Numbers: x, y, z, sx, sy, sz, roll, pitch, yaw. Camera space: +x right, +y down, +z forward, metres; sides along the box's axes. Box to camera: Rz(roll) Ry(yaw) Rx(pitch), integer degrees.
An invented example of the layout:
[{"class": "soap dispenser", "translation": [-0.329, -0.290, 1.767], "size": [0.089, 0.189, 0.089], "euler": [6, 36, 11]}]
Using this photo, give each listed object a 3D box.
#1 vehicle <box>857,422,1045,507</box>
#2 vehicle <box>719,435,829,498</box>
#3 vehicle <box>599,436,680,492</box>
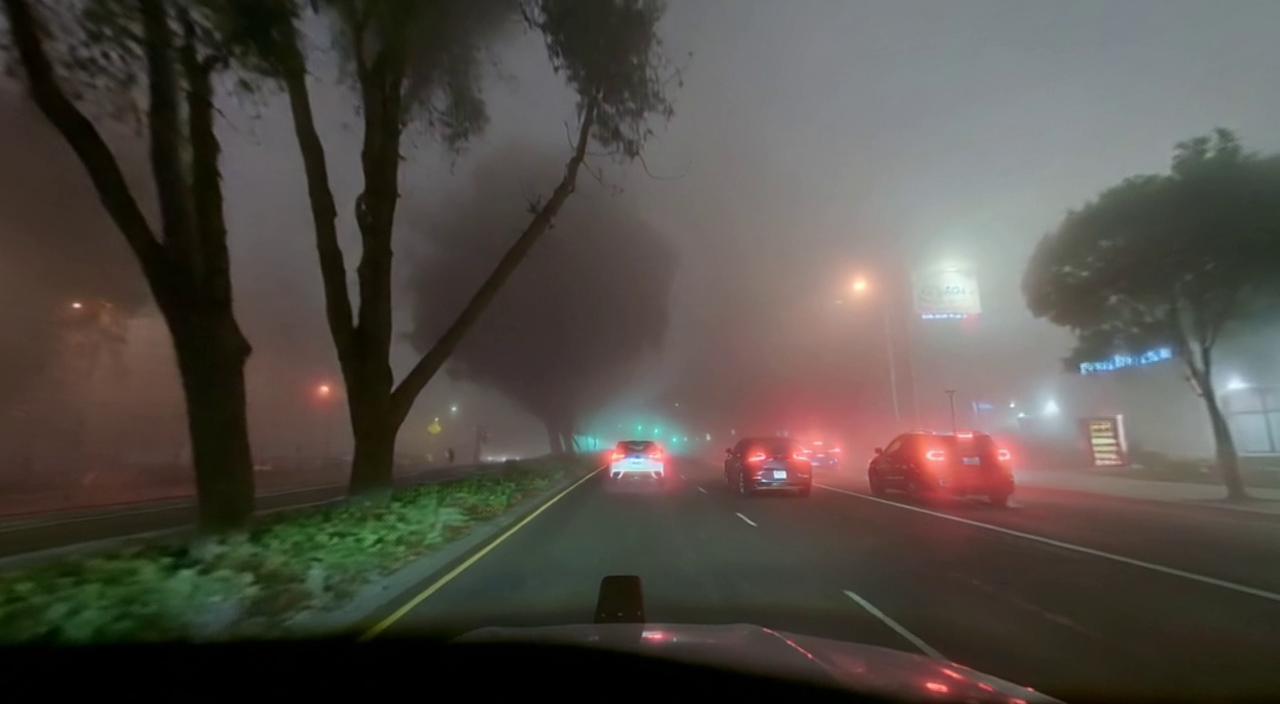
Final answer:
[{"class": "vehicle", "translation": [7.226, 2.671, 15.433], "size": [2.052, 1.708, 4.842], "euler": [0, -8, -1]}, {"class": "vehicle", "translation": [3.461, 3.045, 17.194], "size": [1.993, 1.477, 4.240], "euler": [0, -8, -1]}, {"class": "vehicle", "translation": [-0.037, 3.237, 18.585], "size": [2.101, 1.444, 4.248], "euler": [0, -8, -1]}]
